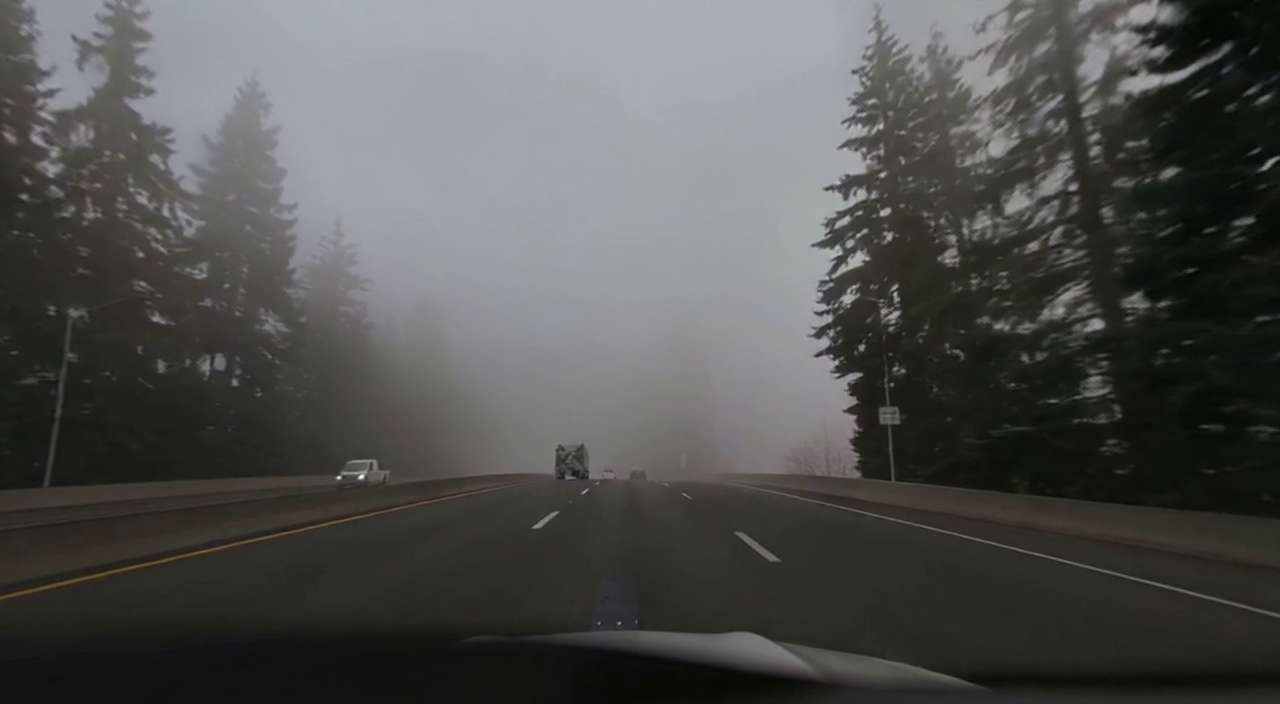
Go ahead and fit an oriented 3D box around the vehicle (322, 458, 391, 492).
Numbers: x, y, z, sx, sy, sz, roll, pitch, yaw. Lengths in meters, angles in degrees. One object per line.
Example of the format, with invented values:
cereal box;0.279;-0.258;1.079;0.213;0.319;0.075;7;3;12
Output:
vehicle;-16.765;7.275;37.668;2.069;1.776;4.803;0;-9;-3

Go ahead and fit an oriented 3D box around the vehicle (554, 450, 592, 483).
vehicle;-4.850;8.308;46.290;2.323;2.252;4.808;0;-9;-1
